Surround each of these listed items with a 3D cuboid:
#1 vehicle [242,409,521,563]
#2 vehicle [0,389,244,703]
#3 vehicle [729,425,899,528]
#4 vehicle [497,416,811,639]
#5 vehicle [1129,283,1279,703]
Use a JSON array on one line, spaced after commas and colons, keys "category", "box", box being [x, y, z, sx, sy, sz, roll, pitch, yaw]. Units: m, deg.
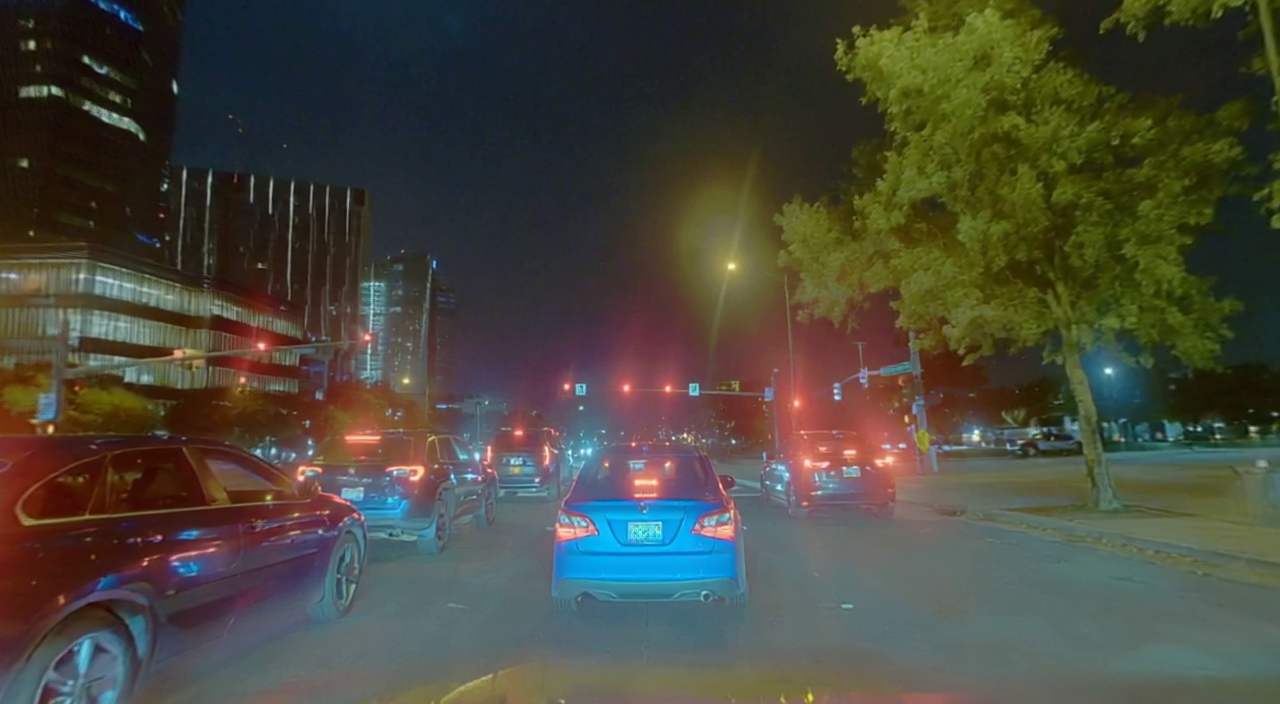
[{"category": "vehicle", "box": [-3.371, 1.864, 9.487, 2.168, 1.719, 4.561, -1, -9, 1]}, {"category": "vehicle", "box": [-3.394, 0.746, 1.229, 2.144, 1.505, 4.635, -1, -9, 1]}, {"category": "vehicle", "box": [3.157, 2.356, 12.501, 2.110, 1.661, 4.295, 0, -9, 0]}, {"category": "vehicle", "box": [0.089, 1.502, 6.372, 2.147, 1.507, 3.953, 0, -8, 0]}, {"category": "vehicle", "box": [3.060, 0.432, 0.302, 2.108, 1.785, 4.334, 0, -9, 0]}]
